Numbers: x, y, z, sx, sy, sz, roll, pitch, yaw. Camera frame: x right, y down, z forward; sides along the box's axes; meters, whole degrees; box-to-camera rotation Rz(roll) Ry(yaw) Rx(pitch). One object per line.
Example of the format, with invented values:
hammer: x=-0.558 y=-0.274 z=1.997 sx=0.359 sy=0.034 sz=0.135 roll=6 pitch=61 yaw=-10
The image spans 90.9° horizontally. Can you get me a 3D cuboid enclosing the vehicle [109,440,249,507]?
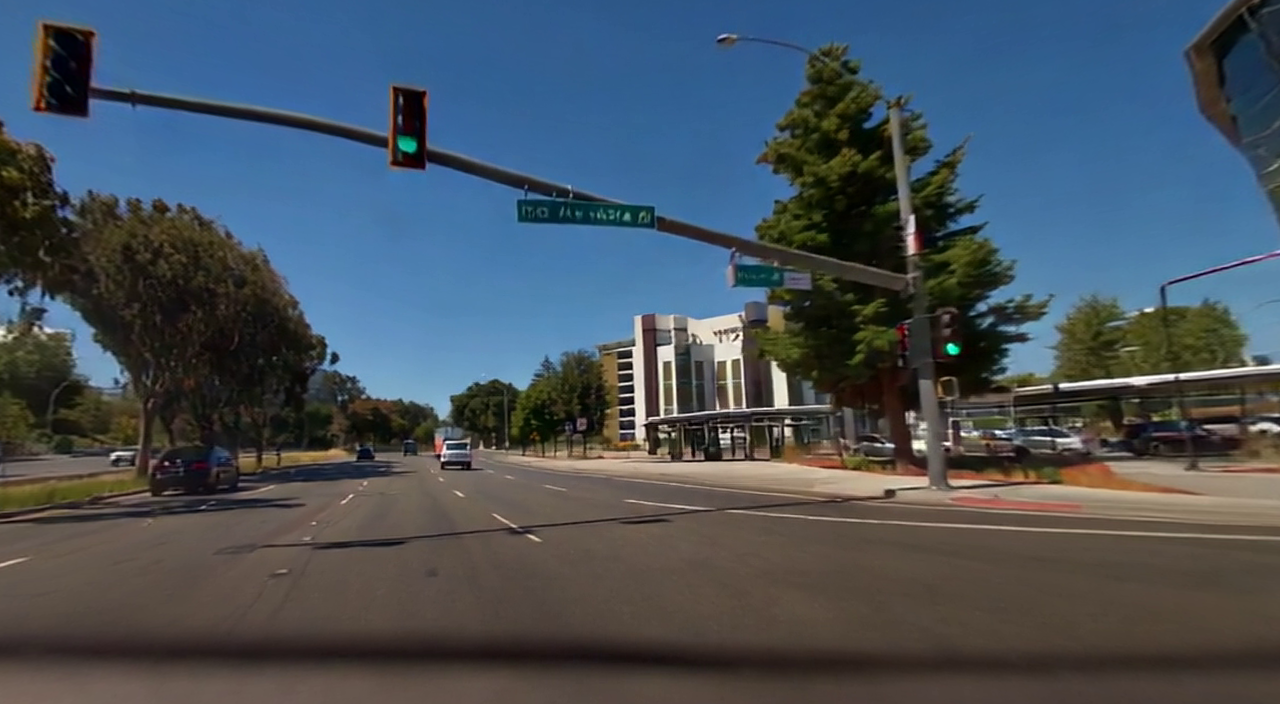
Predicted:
vehicle: x=-13.904 y=3.607 z=19.410 sx=2.097 sy=1.782 sz=4.682 roll=3 pitch=-9 yaw=-19

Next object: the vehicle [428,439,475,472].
vehicle: x=-11.310 y=6.132 z=37.705 sx=2.345 sy=1.803 sz=4.261 roll=3 pitch=-9 yaw=-20

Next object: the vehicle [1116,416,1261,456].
vehicle: x=26.474 y=4.134 z=30.686 sx=1.860 sy=1.629 sz=4.805 roll=-2 pitch=-8 yaw=-24

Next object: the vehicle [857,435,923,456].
vehicle: x=18.745 y=7.010 z=47.497 sx=1.896 sy=1.459 sz=4.611 roll=3 pitch=-9 yaw=-22

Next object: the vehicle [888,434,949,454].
vehicle: x=21.390 y=7.030 z=48.544 sx=1.741 sy=1.458 sz=4.013 roll=4 pitch=-9 yaw=-25

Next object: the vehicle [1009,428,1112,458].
vehicle: x=24.030 y=5.233 z=36.239 sx=1.796 sy=1.445 sz=4.535 roll=-2 pitch=-7 yaw=-22
